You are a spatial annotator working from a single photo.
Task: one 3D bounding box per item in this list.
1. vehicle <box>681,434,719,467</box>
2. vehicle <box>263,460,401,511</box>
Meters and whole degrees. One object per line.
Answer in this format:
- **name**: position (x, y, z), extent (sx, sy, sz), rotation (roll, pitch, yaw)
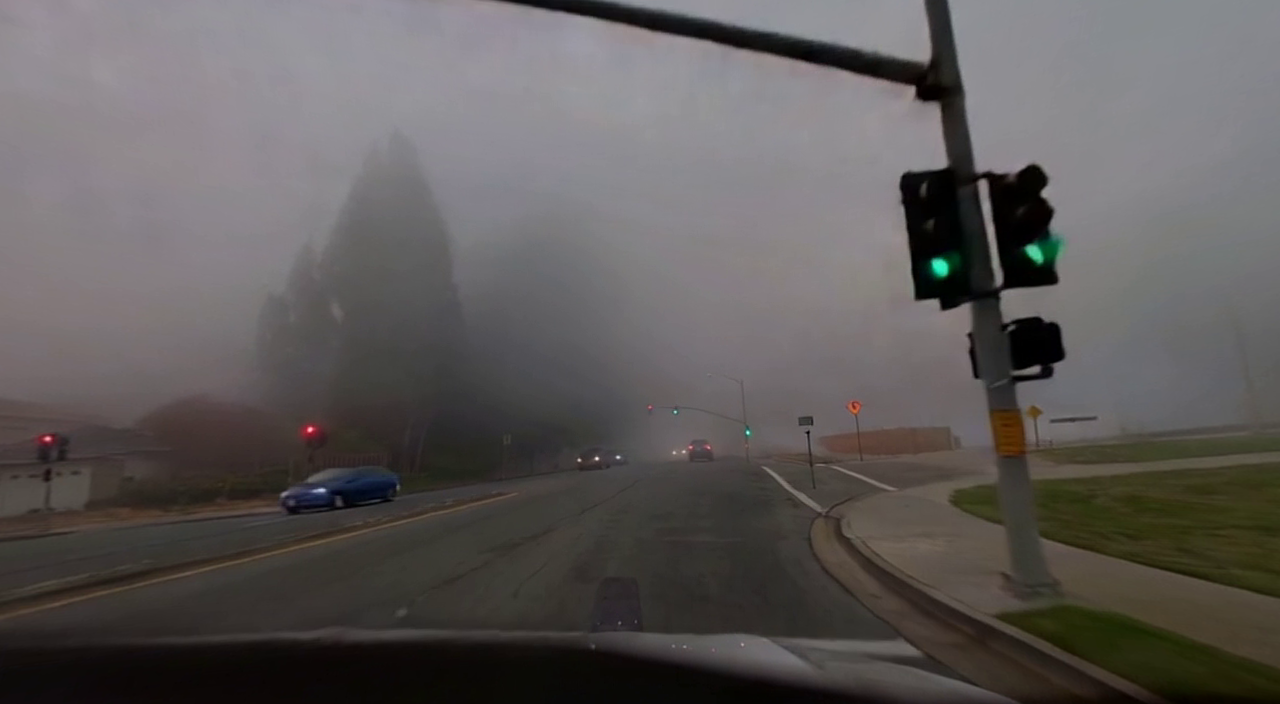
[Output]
- **vehicle**: position (3.786, 6.126, 39.163), extent (2.059, 1.908, 4.714), rotation (-2, -9, 8)
- **vehicle**: position (-10.834, 4.712, 22.632), extent (1.916, 1.484, 4.867), rotation (-2, -9, 9)
